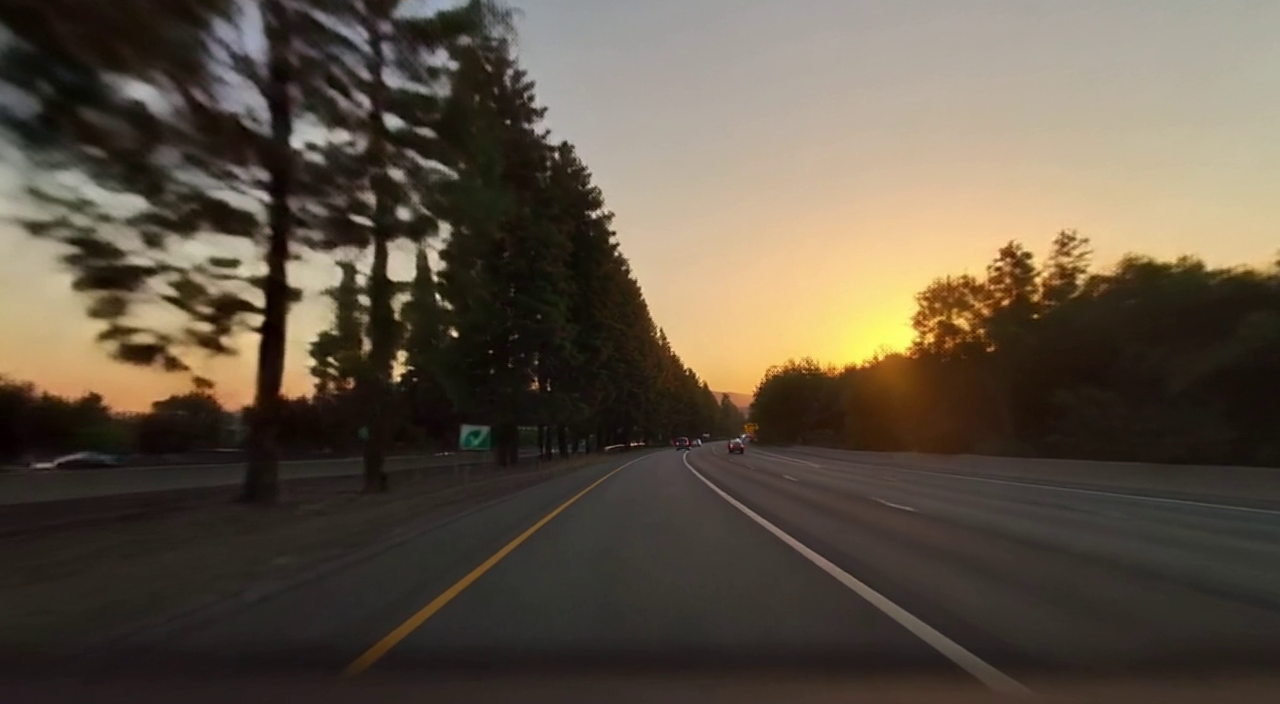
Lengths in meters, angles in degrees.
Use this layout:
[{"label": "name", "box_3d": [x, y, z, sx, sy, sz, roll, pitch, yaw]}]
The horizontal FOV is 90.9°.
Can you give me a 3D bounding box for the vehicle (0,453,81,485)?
[{"label": "vehicle", "box_3d": [-33.577, 6.326, 34.291, 1.945, 1.572, 4.722, -1, -8, 2]}]
